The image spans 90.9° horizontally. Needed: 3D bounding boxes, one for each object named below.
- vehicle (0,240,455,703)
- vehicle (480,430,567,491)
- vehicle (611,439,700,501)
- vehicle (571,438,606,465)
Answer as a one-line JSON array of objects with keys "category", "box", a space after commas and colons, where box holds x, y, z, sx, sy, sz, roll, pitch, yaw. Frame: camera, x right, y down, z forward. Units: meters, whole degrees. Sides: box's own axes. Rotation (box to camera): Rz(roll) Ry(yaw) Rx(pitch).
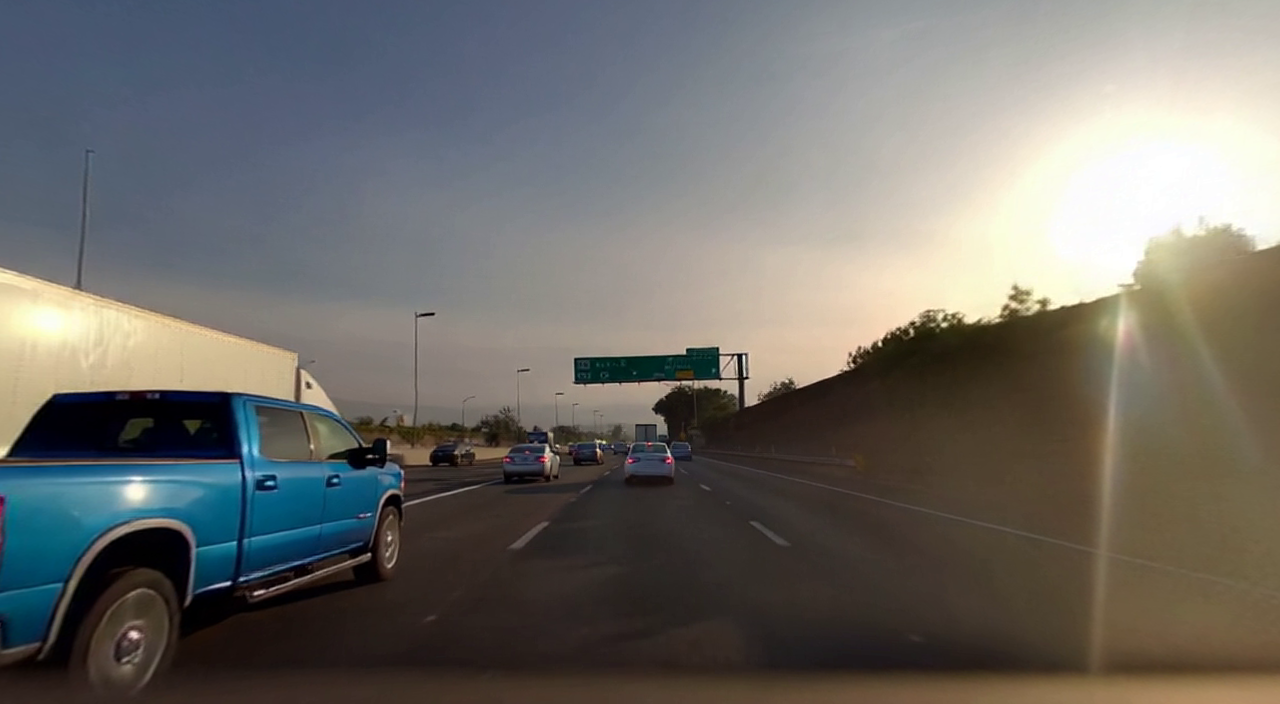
[{"category": "vehicle", "box": [-3.390, 0.959, 4.422, 2.269, 2.060, 5.933, 0, -8, 1]}, {"category": "vehicle", "box": [-3.570, 3.398, 20.123, 1.903, 1.721, 4.210, 0, -8, 1]}, {"category": "vehicle", "box": [0.372, 3.047, 16.740, 2.054, 1.421, 4.090, 0, -8, 0]}, {"category": "vehicle", "box": [-3.306, 6.508, 41.465, 1.897, 1.646, 4.049, 0, -8, 1]}]
